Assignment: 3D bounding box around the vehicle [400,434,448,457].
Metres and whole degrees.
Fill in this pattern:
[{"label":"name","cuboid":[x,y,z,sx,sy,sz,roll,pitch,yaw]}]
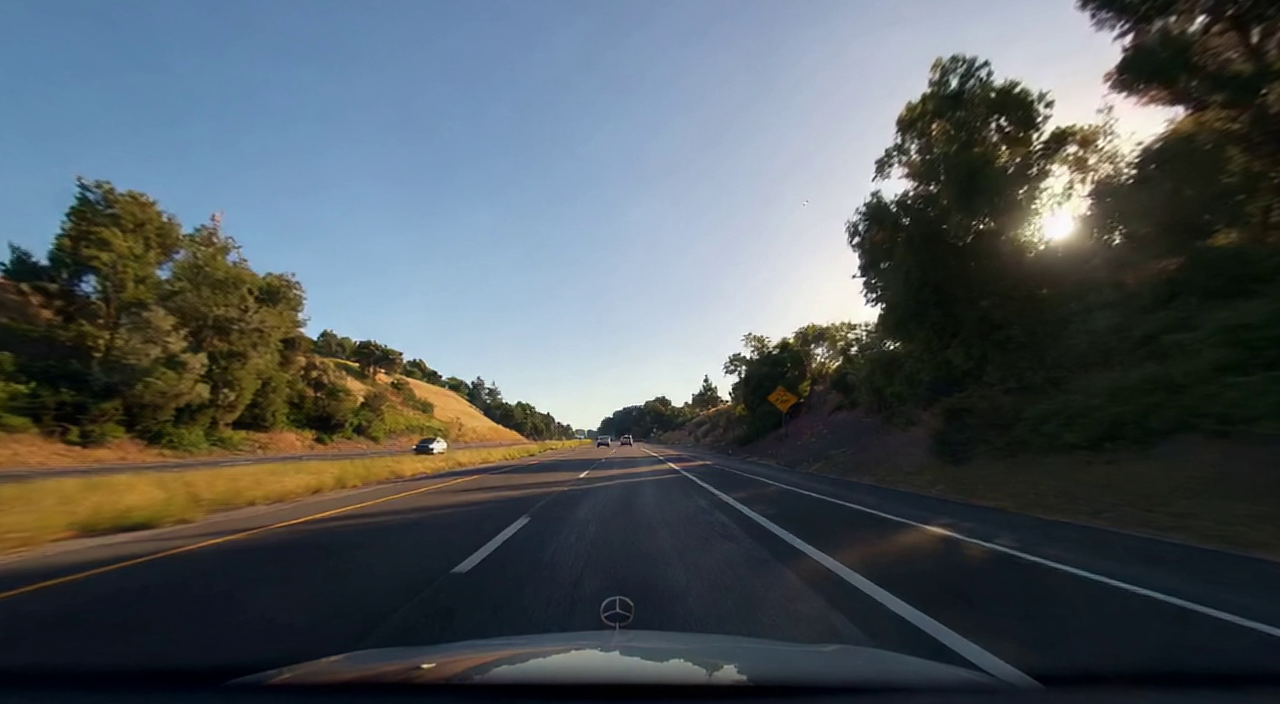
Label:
[{"label":"vehicle","cuboid":[-15.214,6.604,44.464,2.111,1.488,3.866,0,-8,-2]}]
